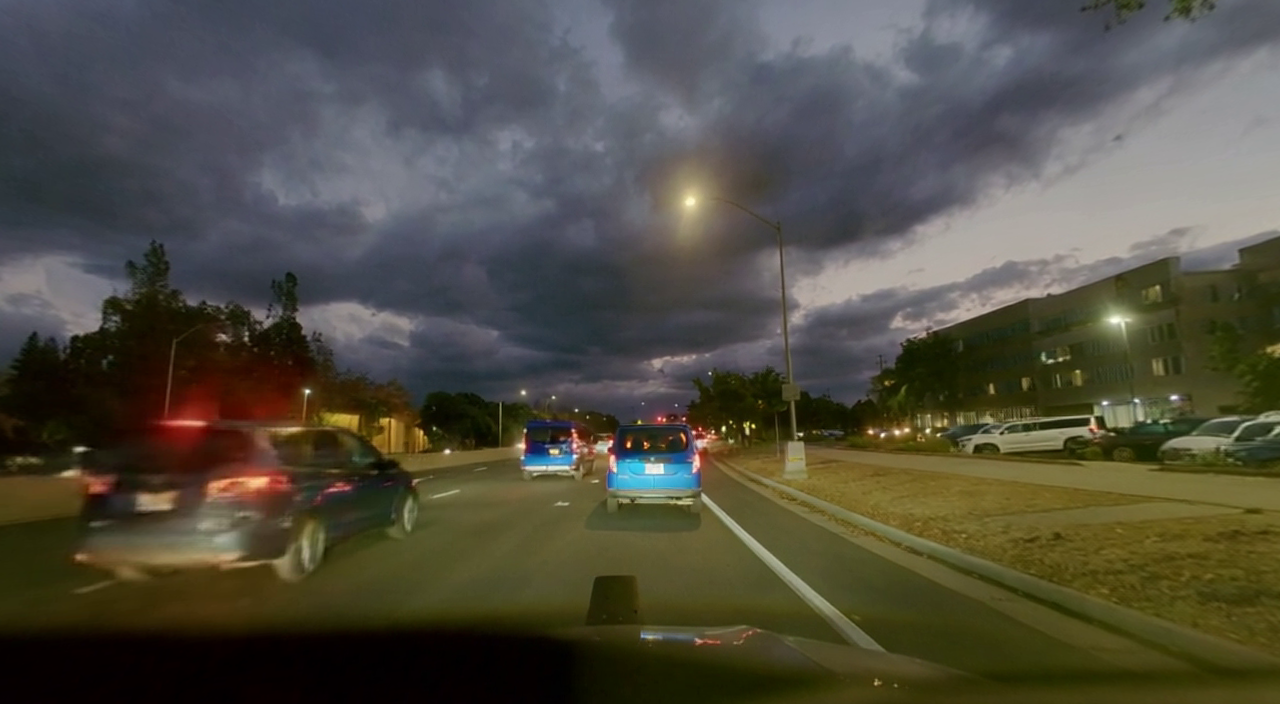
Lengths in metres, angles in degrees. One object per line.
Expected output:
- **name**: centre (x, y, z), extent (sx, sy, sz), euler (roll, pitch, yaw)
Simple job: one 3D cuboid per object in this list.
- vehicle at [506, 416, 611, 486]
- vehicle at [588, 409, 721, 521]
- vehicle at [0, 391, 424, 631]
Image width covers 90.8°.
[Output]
- **vehicle**: centre (-2.611, 3.413, 21.925), extent (2.486, 2.074, 5.456), euler (-1, -9, 5)
- **vehicle**: centre (0.316, 2.174, 12.549), extent (2.173, 1.830, 4.189), euler (0, -8, 2)
- **vehicle**: centre (-4.204, 1.498, 7.001), extent (2.116, 1.714, 4.757), euler (0, -8, -2)
